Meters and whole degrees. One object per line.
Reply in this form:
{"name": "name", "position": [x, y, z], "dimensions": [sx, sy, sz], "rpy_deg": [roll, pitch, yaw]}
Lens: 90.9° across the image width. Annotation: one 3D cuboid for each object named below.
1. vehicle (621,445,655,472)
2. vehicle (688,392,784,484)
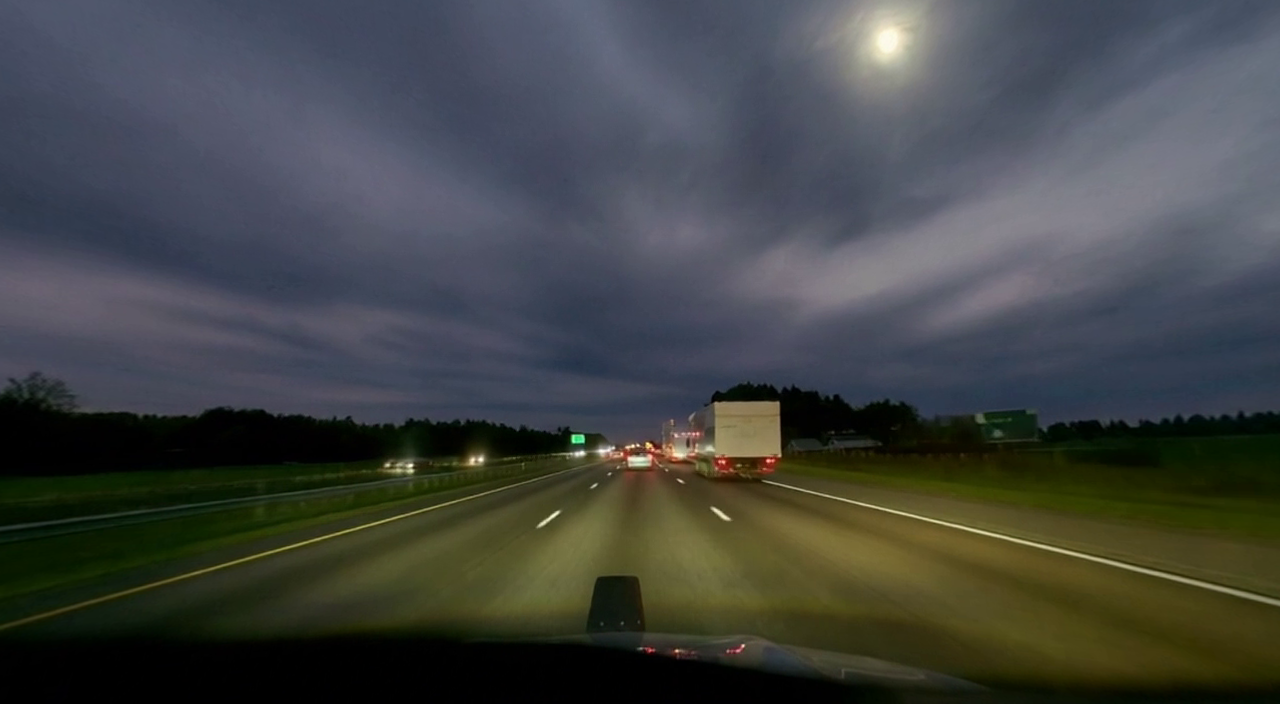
{"name": "vehicle", "position": [-0.095, 7.063, 42.049], "dimensions": [2.151, 1.678, 3.923], "rpy_deg": [0, -9, 0]}
{"name": "vehicle", "position": [4.038, 4.009, 28.786], "dimensions": [2.931, 3.530, 8.760], "rpy_deg": [0, -9, 0]}
